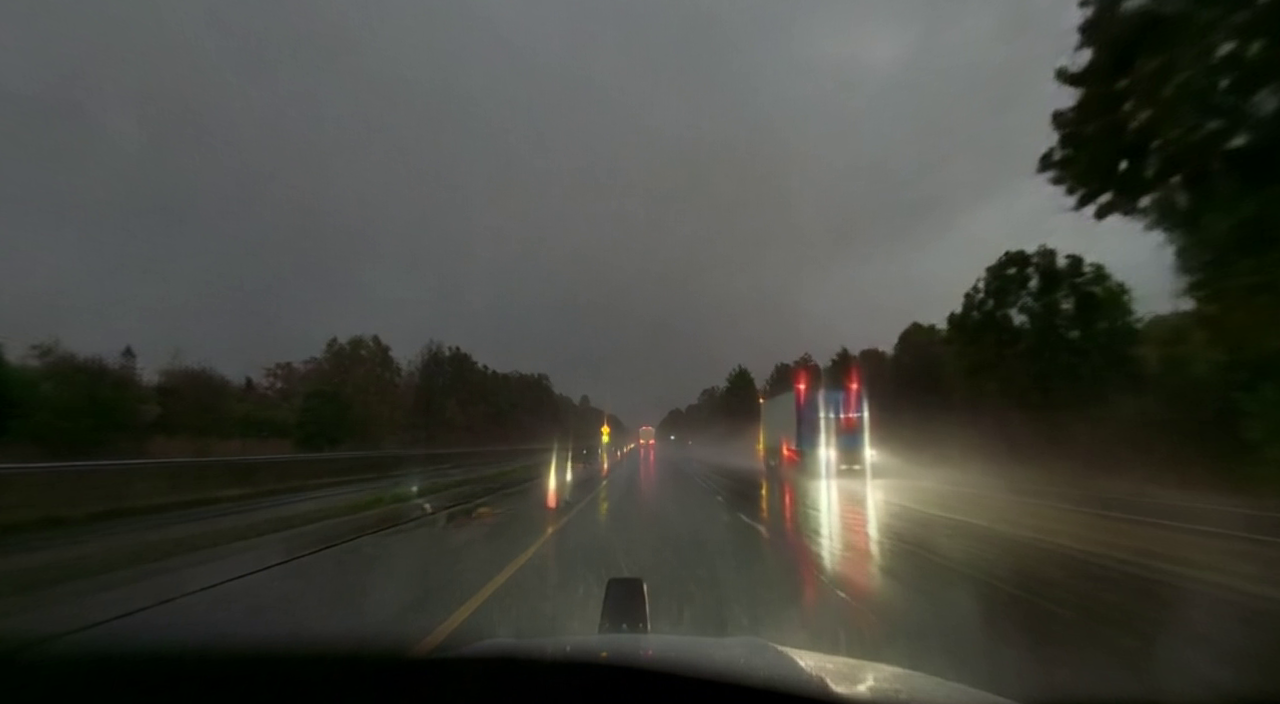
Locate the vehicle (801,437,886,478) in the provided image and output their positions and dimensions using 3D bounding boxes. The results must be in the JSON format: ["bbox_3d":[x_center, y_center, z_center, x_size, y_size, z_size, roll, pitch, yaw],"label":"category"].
[{"bbox_3d":[8.484,4.420,26.661,2.611,1.607,3.179,0,-8,2],"label":"vehicle"}]
